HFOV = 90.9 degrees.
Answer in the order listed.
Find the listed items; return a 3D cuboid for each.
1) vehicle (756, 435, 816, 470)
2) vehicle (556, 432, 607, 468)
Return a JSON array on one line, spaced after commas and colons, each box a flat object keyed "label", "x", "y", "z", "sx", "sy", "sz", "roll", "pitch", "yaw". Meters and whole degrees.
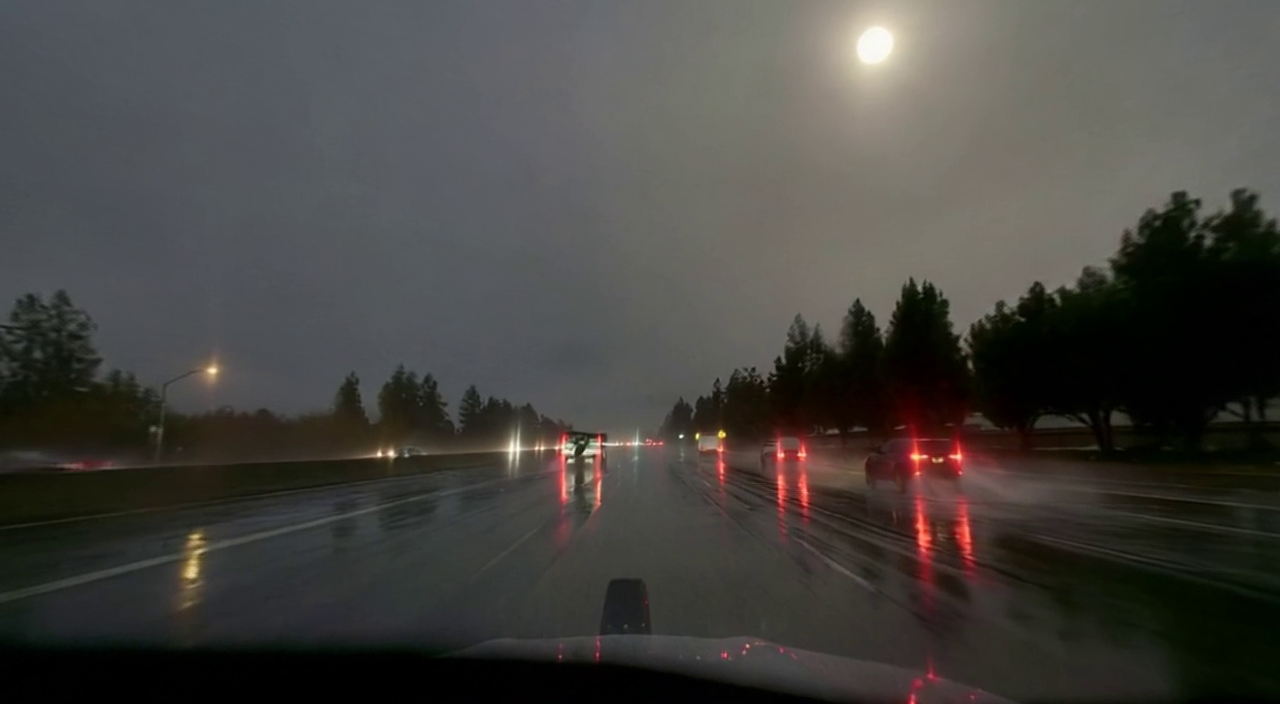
[{"label": "vehicle", "x": 7.547, "y": 5.247, "z": 33.090, "sx": 2.063, "sy": 1.706, "sz": 4.259, "roll": 0, "pitch": -8, "yaw": -1}, {"label": "vehicle", "x": -3.307, "y": 5.698, "z": 36.835, "sx": 2.453, "sy": 1.952, "sz": 5.320, "roll": 0, "pitch": -8, "yaw": 1}]
